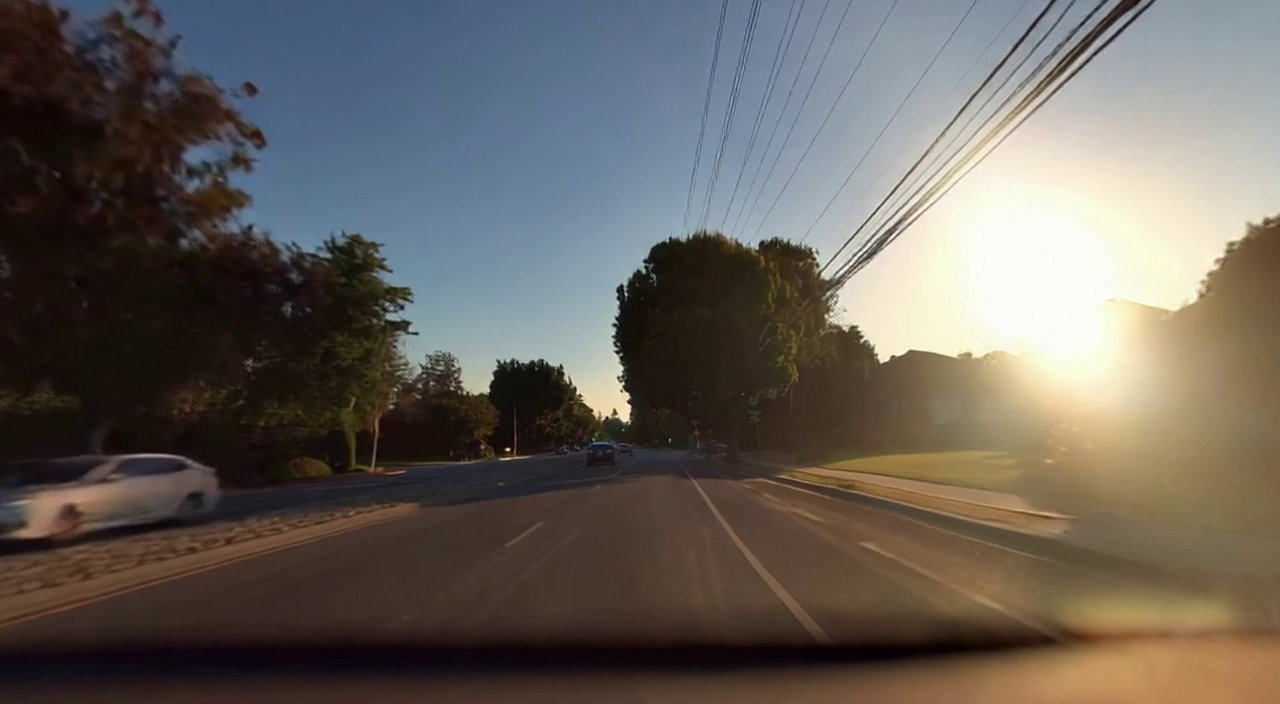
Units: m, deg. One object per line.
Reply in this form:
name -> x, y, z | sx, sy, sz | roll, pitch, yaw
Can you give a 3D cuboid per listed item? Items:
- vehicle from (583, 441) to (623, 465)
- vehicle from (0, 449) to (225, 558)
vehicle -> -2.302, 6.437, 40.289 | 2.084, 1.466, 4.522 | -1, -9, 3
vehicle -> -10.129, 2.531, 11.361 | 2.106, 1.524, 4.624 | 0, -9, 0
